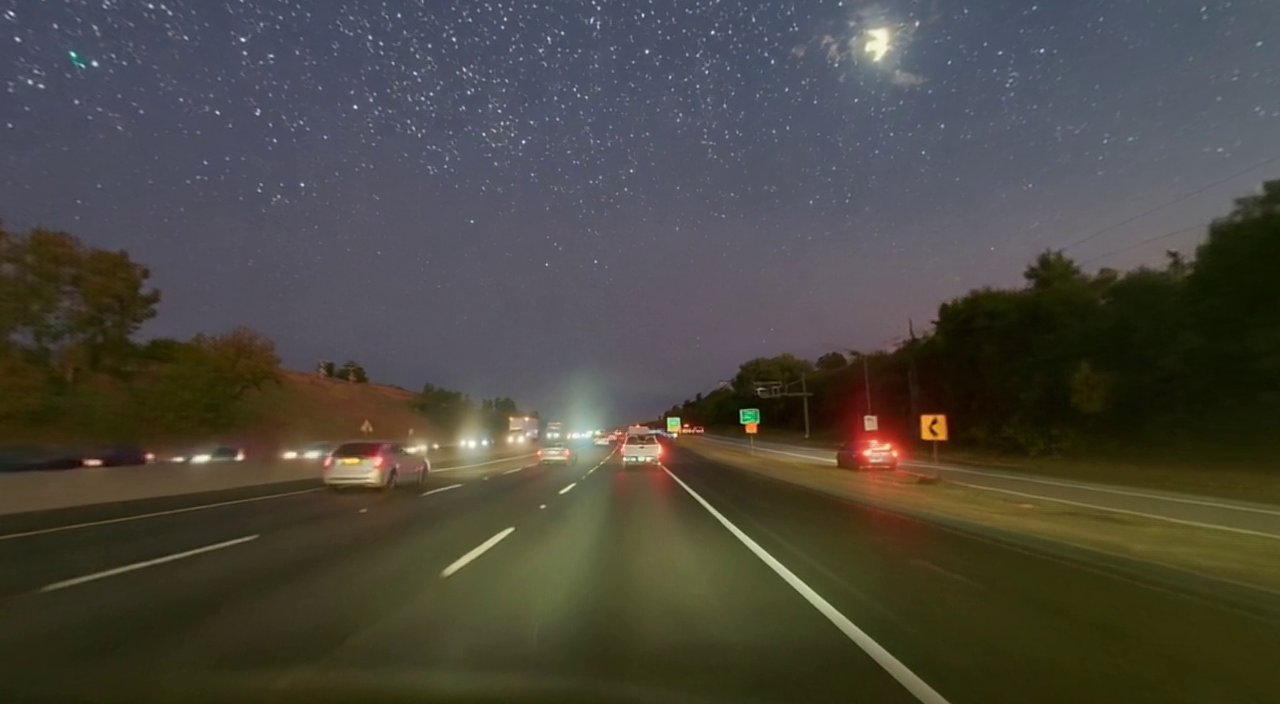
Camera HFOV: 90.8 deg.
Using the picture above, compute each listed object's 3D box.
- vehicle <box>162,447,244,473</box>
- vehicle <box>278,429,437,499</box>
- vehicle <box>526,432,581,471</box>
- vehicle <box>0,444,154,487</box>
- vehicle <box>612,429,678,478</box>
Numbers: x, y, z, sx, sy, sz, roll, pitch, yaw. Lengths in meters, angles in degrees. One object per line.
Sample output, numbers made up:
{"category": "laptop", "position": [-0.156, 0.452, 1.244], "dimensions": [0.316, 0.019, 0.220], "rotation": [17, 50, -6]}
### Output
{"category": "vehicle", "position": [-25.661, 6.359, 37.324], "dimensions": [1.752, 1.419, 4.340], "rotation": [0, -8, 0]}
{"category": "vehicle", "position": [-7.507, 3.031, 17.472], "dimensions": [2.195, 1.652, 4.733], "rotation": [0, -8, 0]}
{"category": "vehicle", "position": [-4.113, 4.817, 30.780], "dimensions": [2.044, 1.717, 4.421], "rotation": [0, -8, 0]}
{"category": "vehicle", "position": [-21.568, 4.325, 24.525], "dimensions": [1.889, 1.475, 4.455], "rotation": [0, -8, 0]}
{"category": "vehicle", "position": [0.149, 4.003, 25.178], "dimensions": [2.378, 1.750, 4.355], "rotation": [0, -8, -1]}
